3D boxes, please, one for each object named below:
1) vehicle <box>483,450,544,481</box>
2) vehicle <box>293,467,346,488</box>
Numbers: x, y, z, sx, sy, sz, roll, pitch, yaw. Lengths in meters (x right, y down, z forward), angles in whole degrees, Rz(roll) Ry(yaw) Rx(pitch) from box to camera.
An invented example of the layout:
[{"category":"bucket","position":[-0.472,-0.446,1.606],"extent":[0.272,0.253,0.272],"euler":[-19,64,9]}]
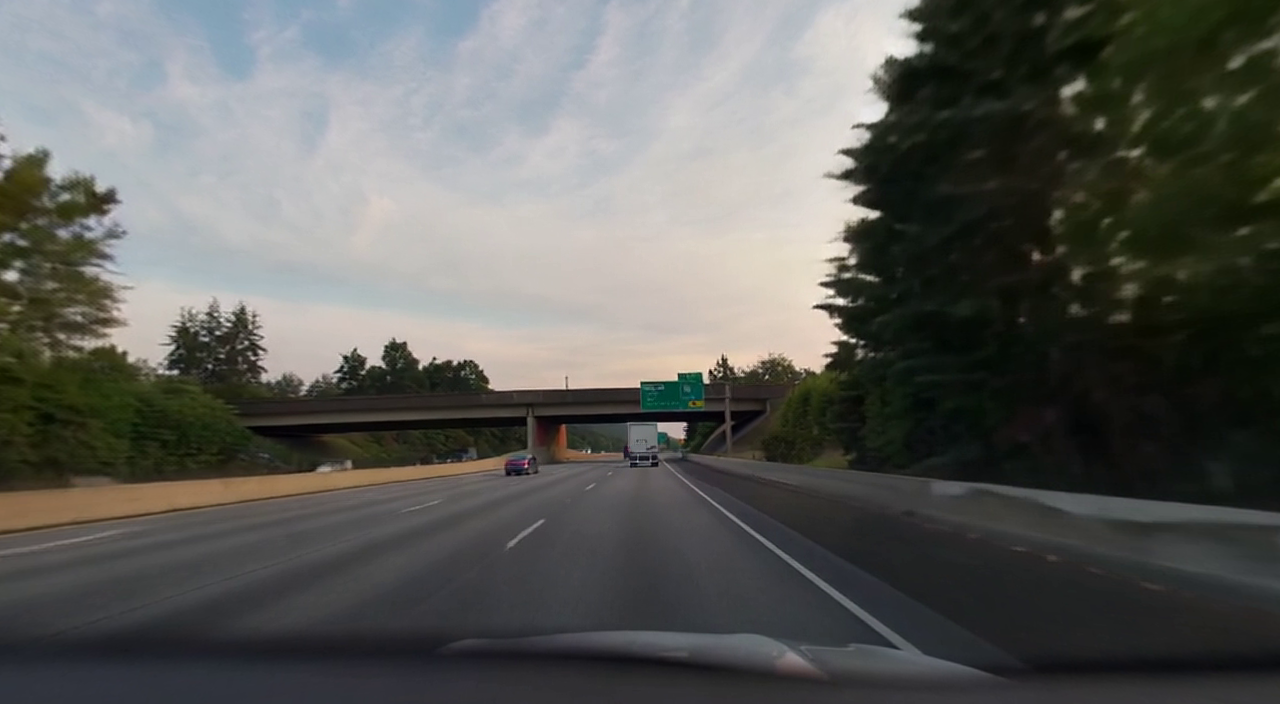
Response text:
[{"category":"vehicle","position":[-6.363,5.753,32.248],"extent":[1.953,1.452,4.711],"euler":[-1,-9,3]},{"category":"vehicle","position":[-24.320,9.522,48.042],"extent":[1.665,1.434,4.369],"euler":[0,-9,2]}]
